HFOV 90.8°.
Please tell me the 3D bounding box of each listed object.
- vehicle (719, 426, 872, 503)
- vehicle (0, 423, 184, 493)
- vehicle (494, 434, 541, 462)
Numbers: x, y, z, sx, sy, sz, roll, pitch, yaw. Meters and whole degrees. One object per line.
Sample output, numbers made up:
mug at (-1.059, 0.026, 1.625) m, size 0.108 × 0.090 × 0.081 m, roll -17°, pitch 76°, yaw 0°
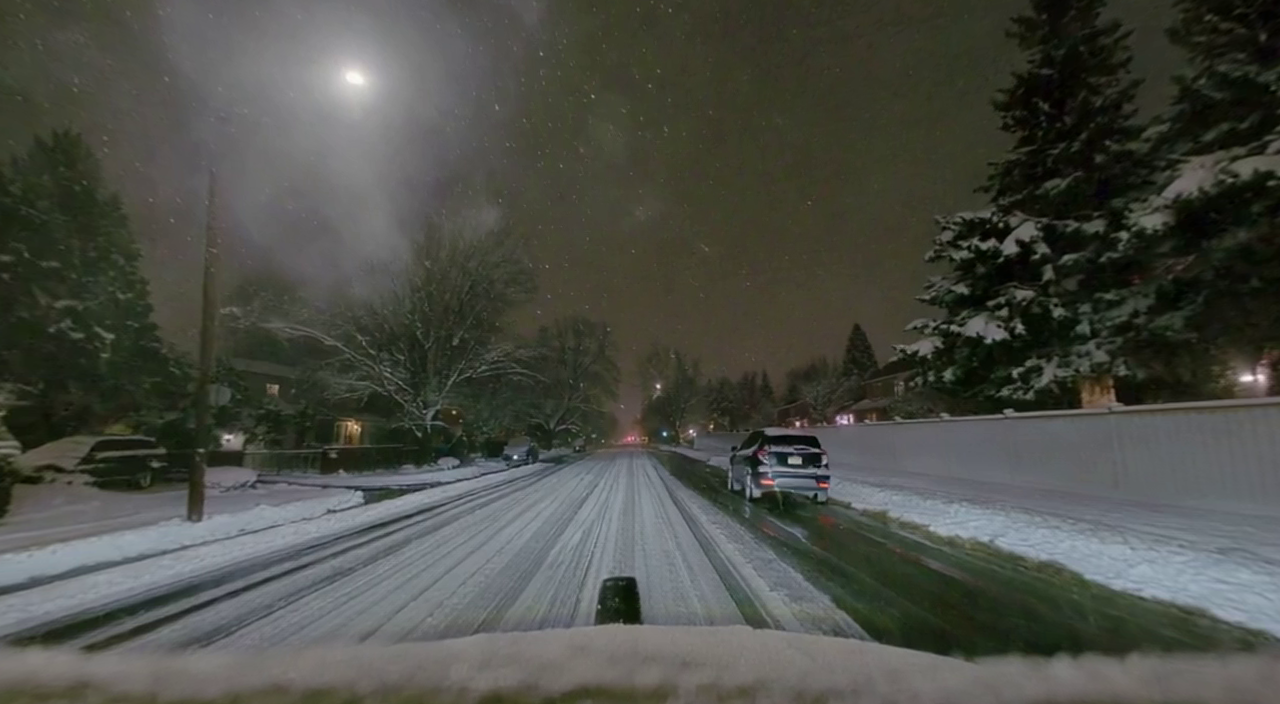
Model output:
vehicle at (3.497, 2.674, 15.496) m, size 2.291 × 1.546 × 5.204 m, roll 0°, pitch -8°, yaw -1°
vehicle at (-16.031, 3.038, 18.371) m, size 2.017 × 1.746 × 4.718 m, roll 0°, pitch -8°, yaw 0°
vehicle at (-8.671, 6.903, 45.187) m, size 2.352 × 1.843 × 4.979 m, roll -1°, pitch -10°, yaw 0°
